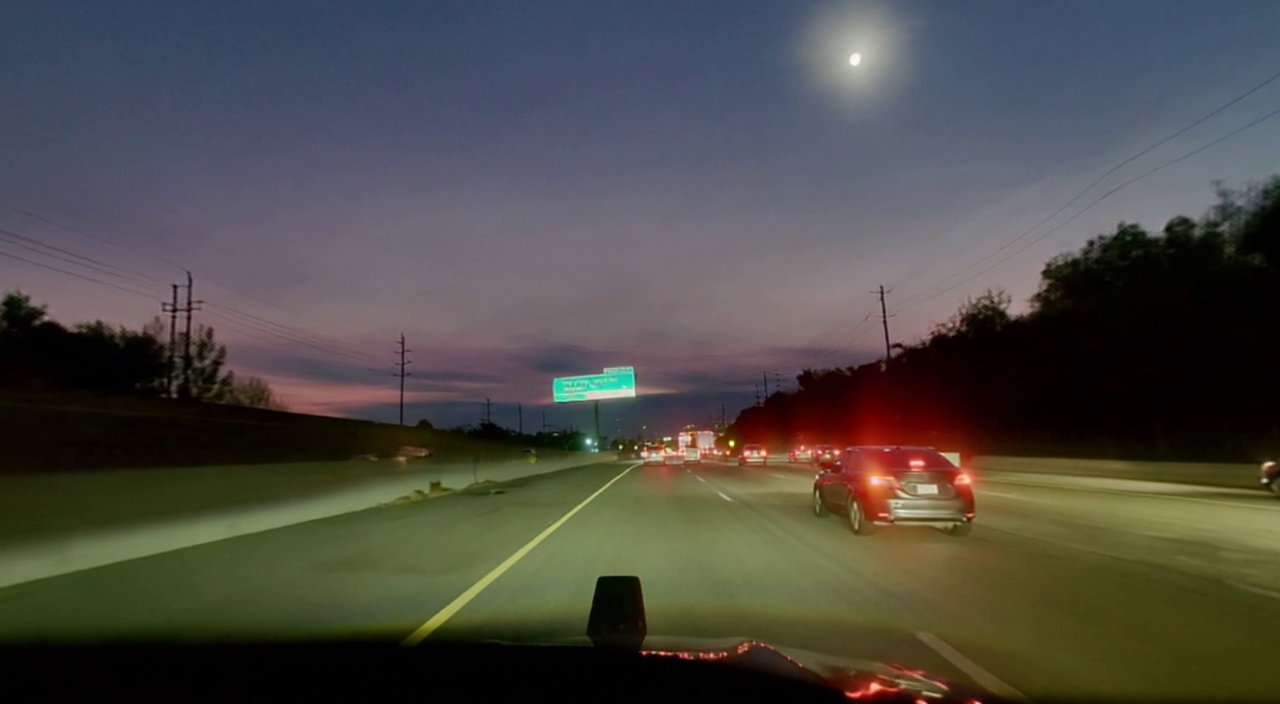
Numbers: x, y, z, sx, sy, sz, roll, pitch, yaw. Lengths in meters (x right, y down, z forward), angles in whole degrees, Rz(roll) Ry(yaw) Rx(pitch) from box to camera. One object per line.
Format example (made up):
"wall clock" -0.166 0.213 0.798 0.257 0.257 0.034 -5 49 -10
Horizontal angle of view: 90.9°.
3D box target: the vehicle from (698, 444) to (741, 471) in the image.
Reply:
"vehicle" 4.541 6.048 36.420 1.936 1.465 4.060 0 -8 0

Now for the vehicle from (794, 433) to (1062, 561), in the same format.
"vehicle" 3.910 2.025 9.626 1.986 1.478 4.429 0 -8 0

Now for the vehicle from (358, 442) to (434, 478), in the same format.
"vehicle" -13.772 6.098 35.966 2.080 1.857 5.305 0 -8 2

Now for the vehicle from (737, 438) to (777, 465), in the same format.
"vehicle" 8.416 7.168 45.647 2.041 1.821 4.562 0 -8 0

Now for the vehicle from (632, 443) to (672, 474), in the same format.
"vehicle" 0.655 5.813 34.727 2.042 1.581 3.769 0 -8 1
